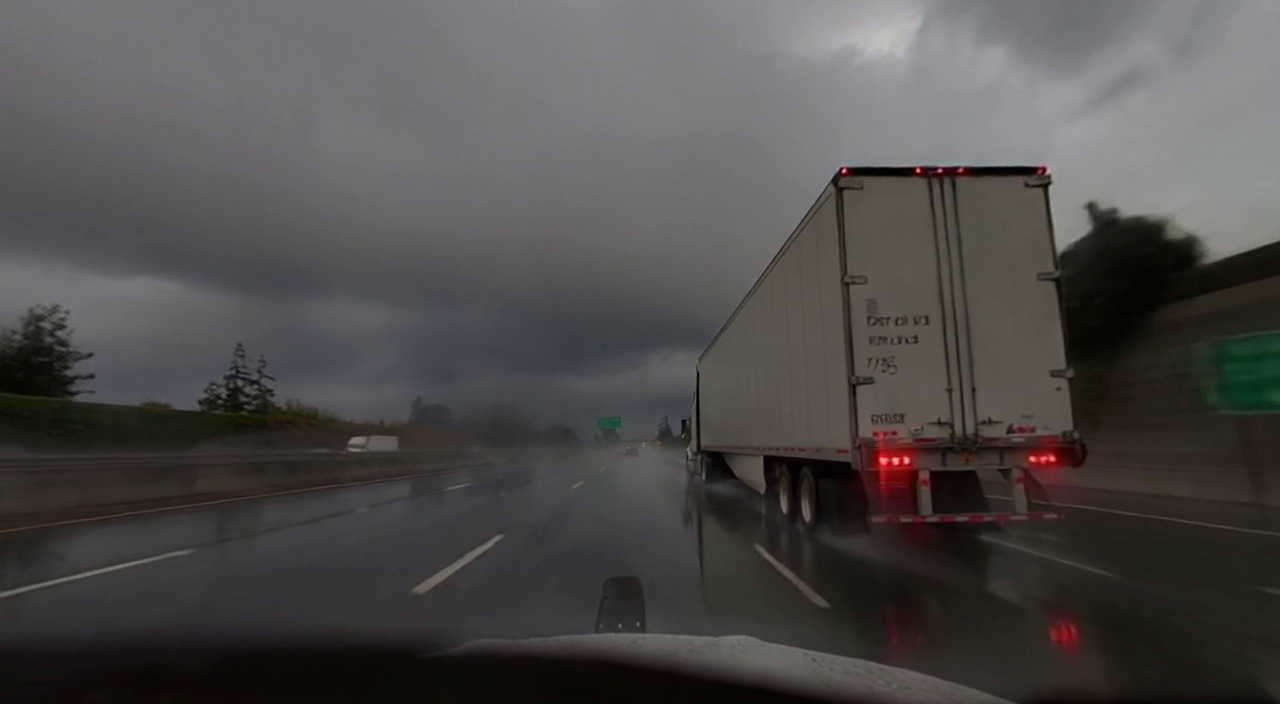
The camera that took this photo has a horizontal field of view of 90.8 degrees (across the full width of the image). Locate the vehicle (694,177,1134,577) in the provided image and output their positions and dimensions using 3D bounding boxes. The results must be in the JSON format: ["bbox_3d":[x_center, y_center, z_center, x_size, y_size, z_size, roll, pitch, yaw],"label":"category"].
[{"bbox_3d":[3.424,1.395,14.646,2.743,4.160,16.408,0,-9,-1],"label":"vehicle"}]
